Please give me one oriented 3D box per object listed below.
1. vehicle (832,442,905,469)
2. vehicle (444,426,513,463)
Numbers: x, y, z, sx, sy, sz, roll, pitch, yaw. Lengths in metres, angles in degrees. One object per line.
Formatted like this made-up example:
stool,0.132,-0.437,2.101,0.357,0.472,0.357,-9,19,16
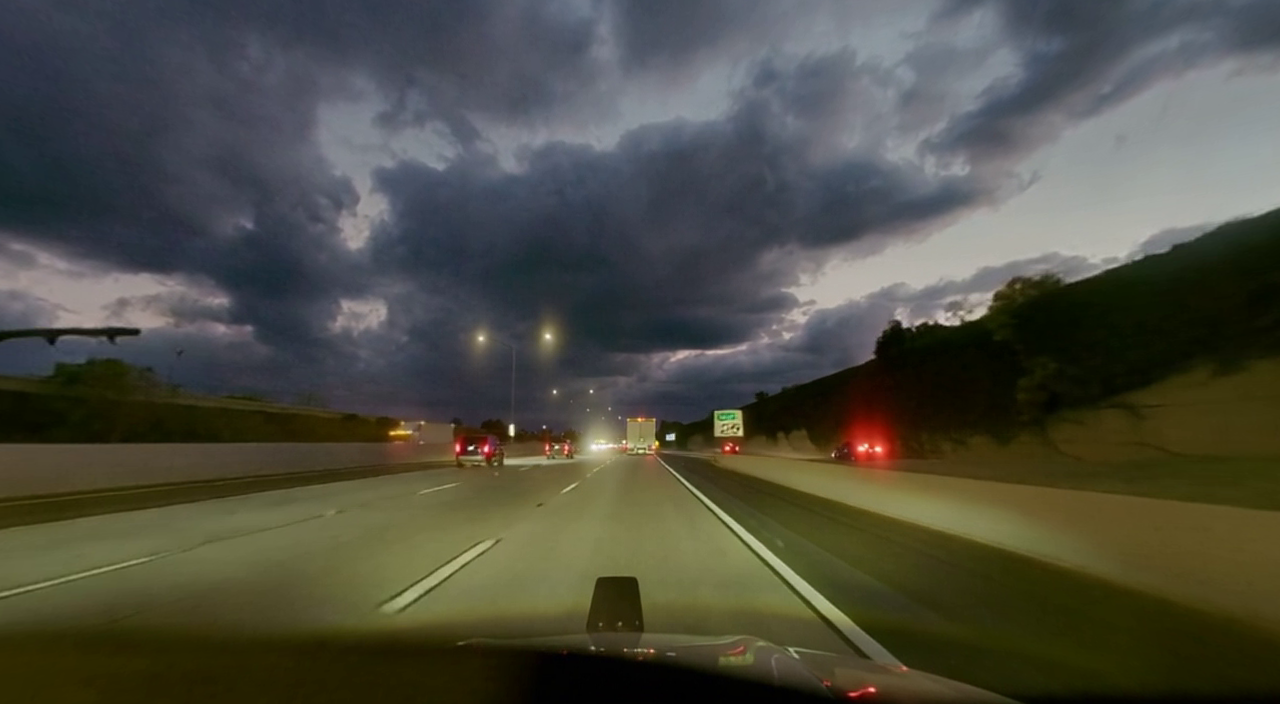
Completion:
vehicle,13.684,6.223,38.038,2.075,1.510,4.569,1,-9,-9
vehicle,-10.246,5.988,40.605,2.571,2.169,6.443,0,-9,1
